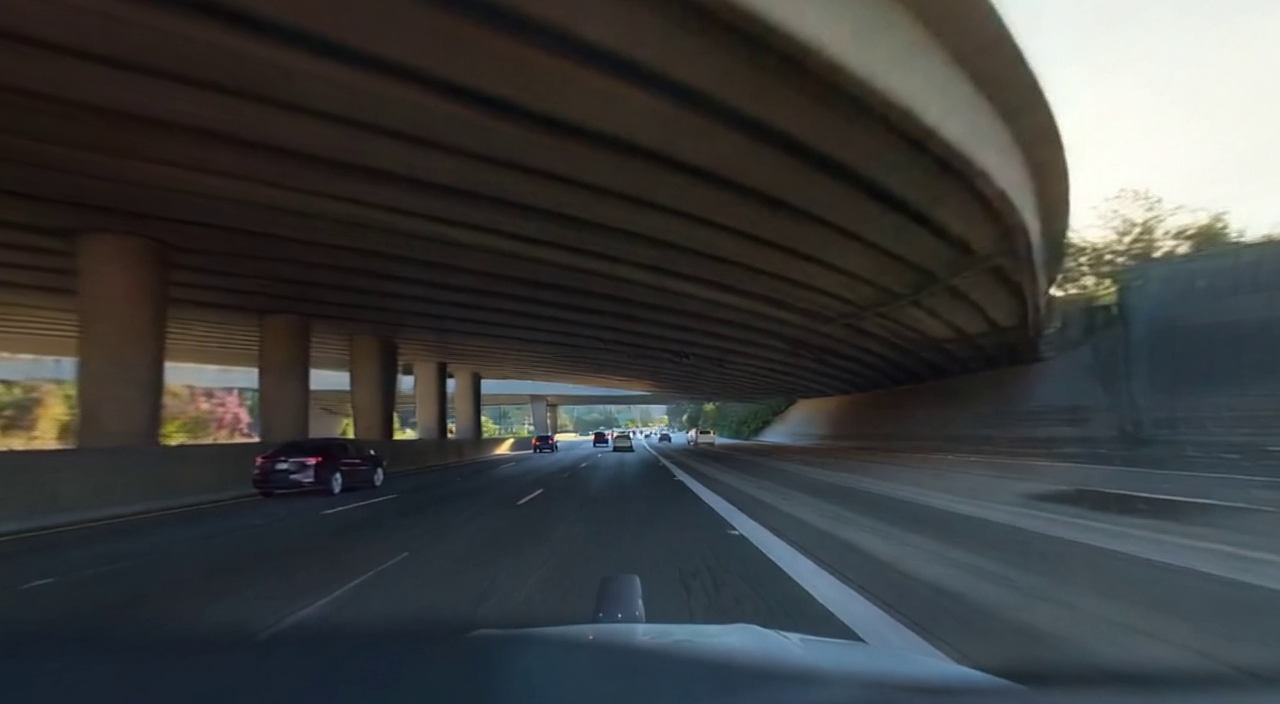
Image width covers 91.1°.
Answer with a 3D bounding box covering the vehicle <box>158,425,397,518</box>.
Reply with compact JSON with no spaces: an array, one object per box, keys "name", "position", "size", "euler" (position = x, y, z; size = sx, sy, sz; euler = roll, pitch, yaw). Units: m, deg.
[{"name":"vehicle","position":[-6.871,2.276,12.665],"size":[2.118,1.524,4.422],"euler":[0,-8,1]}]
